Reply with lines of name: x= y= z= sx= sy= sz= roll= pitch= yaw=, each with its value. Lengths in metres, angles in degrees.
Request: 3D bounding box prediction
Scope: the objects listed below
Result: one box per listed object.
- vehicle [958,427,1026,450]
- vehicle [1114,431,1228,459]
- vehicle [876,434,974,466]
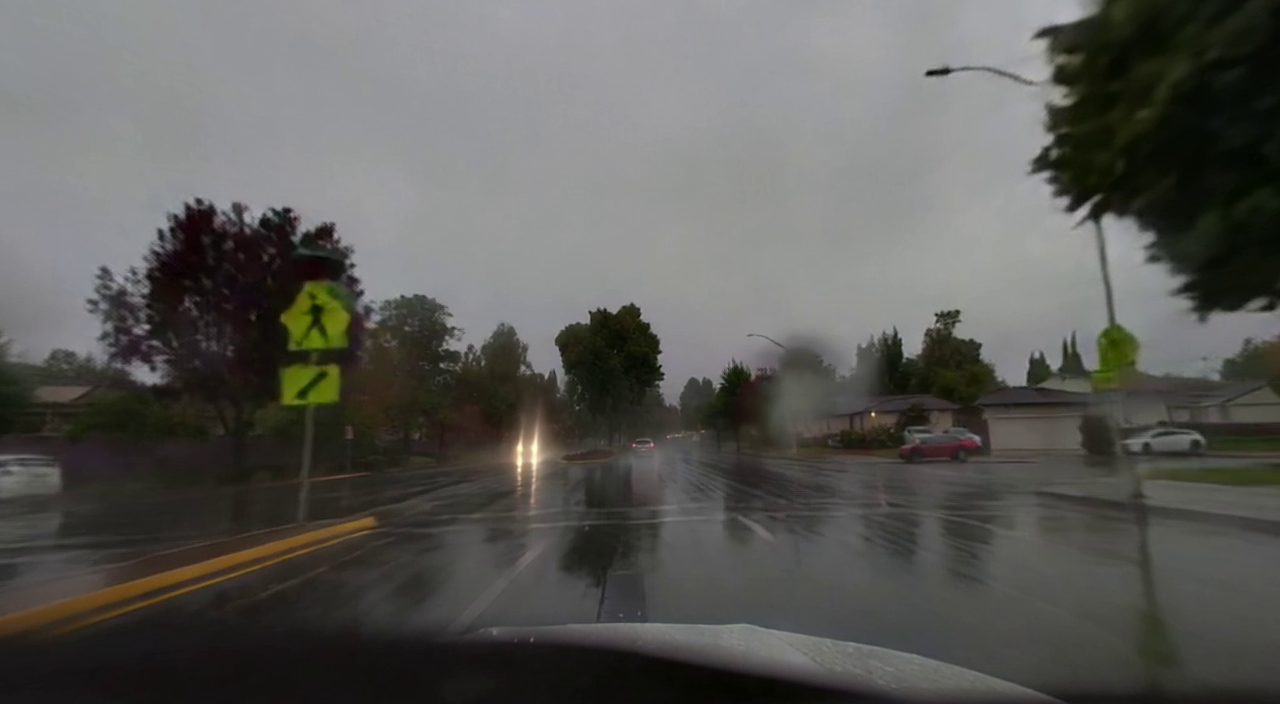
vehicle: x=24.338 y=6.000 z=43.859 sx=1.982 sy=1.503 sz=4.572 roll=0 pitch=-8 yaw=-2
vehicle: x=29.807 y=5.226 z=35.566 sx=4.593 sy=1.479 sz=2.033 roll=0 pitch=-9 yaw=0
vehicle: x=15.719 y=5.435 z=35.155 sx=4.696 sy=1.651 sz=2.218 roll=-3 pitch=-9 yaw=20
